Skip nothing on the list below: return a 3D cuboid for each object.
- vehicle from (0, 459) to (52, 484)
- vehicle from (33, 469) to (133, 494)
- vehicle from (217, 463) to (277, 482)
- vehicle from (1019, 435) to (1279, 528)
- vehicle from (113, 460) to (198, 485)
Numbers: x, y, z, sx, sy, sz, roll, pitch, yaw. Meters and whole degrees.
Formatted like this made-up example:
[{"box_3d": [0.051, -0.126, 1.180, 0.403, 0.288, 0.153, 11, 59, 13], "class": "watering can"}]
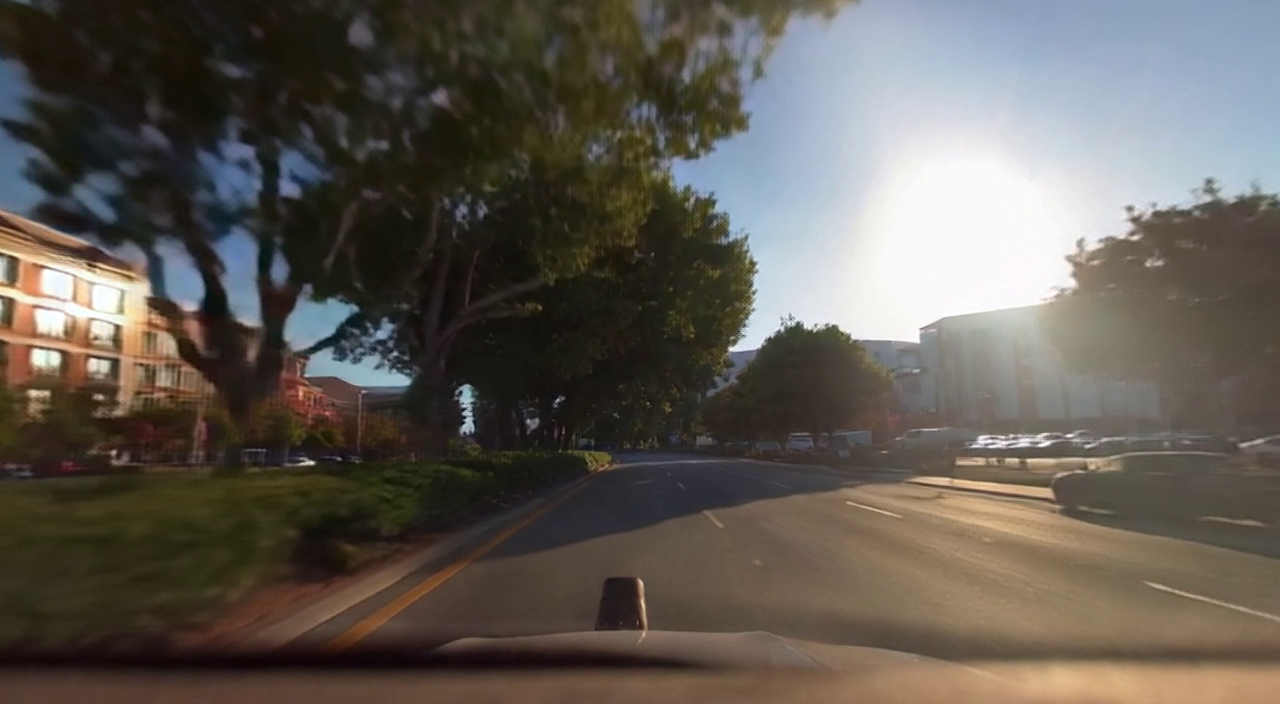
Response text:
[{"box_3d": [-41.974, 7.912, 41.767, 4.116, 1.533, 1.762, 0, -8, 1], "class": "vehicle"}, {"box_3d": [-29.251, 6.803, 33.117, 3.665, 1.181, 1.651, 0, -9, 0], "class": "vehicle"}, {"box_3d": [-29.412, 9.038, 47.180, 3.322, 1.358, 1.617, 1, -9, -2], "class": "vehicle"}, {"box_3d": [10.202, 2.515, 12.907, 2.013, 1.551, 4.460, 0, -8, -1], "class": "vehicle"}, {"box_3d": [-29.800, 7.430, 38.776, 3.506, 1.452, 2.035, 0, -9, 1], "class": "vehicle"}]
